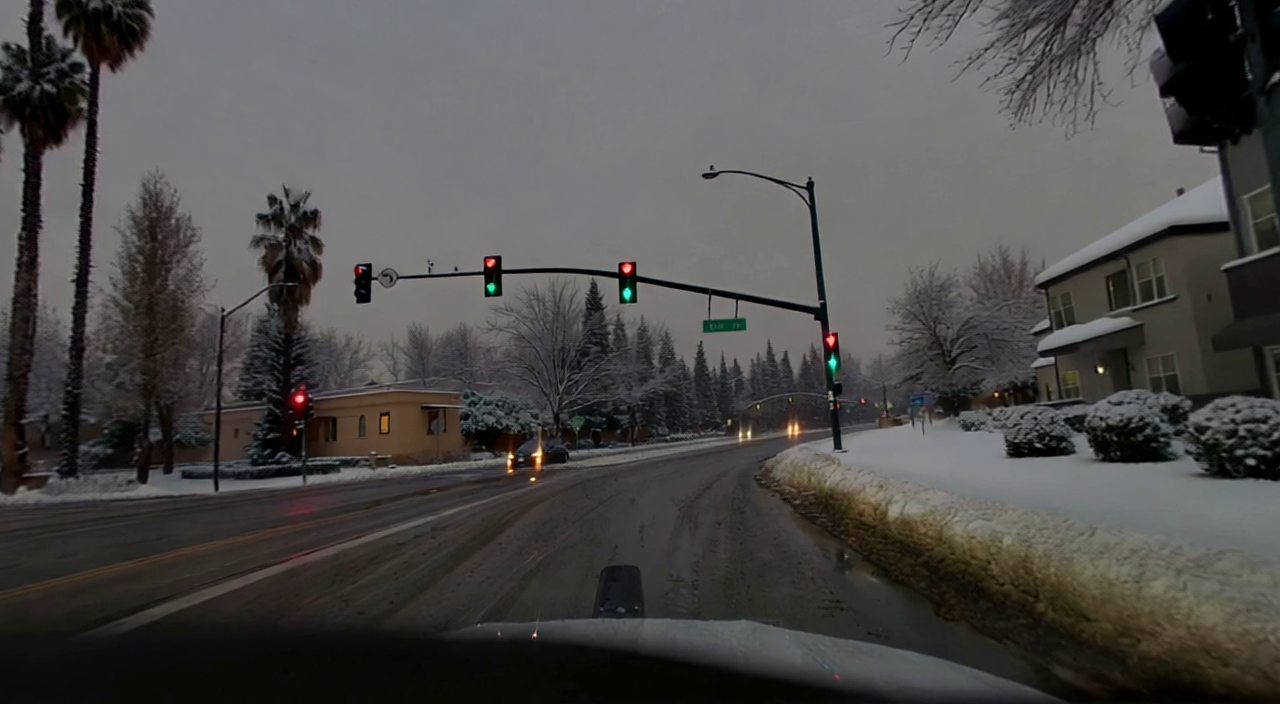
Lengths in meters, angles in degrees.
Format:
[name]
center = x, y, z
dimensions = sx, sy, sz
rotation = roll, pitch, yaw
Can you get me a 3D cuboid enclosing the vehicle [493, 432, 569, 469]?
[vehicle]
center = -5.675, 5.234, 33.624
dimensions = 2.181, 1.792, 4.648
rotation = -3, -9, 16
